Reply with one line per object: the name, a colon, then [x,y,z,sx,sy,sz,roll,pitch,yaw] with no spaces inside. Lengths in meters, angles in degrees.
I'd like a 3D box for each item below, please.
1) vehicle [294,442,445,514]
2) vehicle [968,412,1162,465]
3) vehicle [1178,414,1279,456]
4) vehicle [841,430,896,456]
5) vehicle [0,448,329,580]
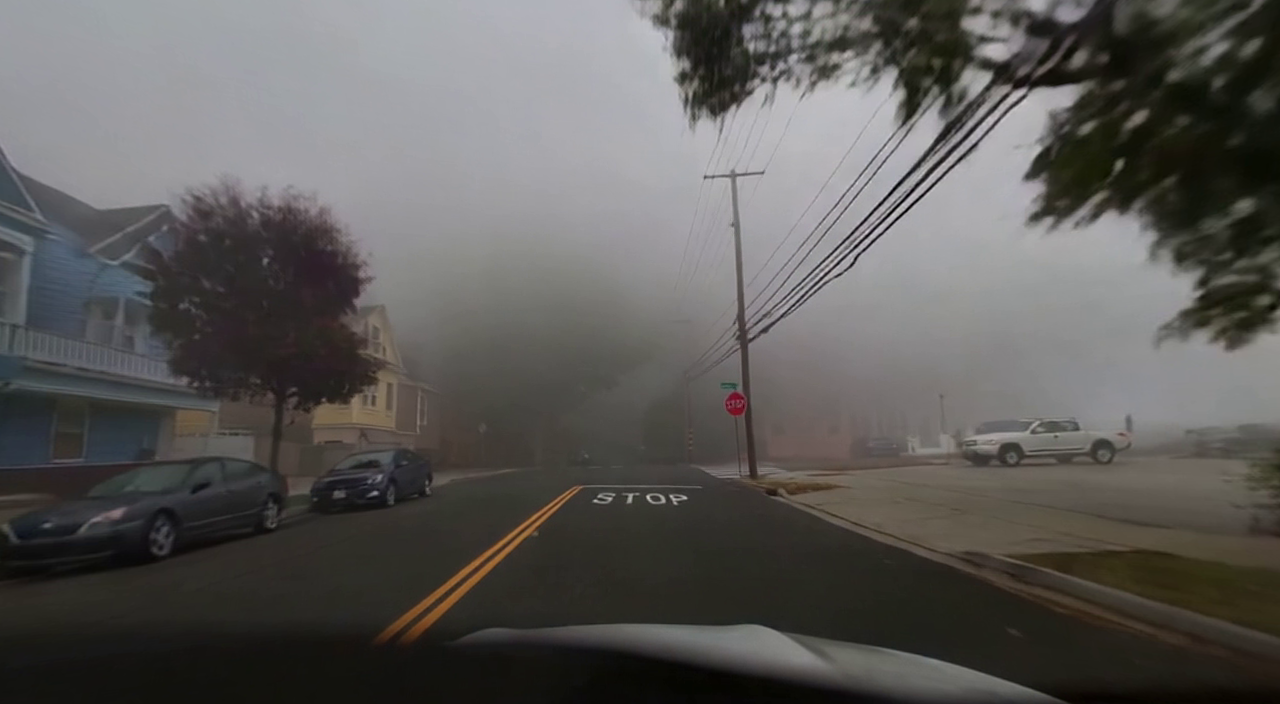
vehicle: [-6.735,3.151,16.312,2.026,1.560,4.062,-1,-8,1]
vehicle: [16.757,3.458,25.187,6.022,1.953,2.250,0,-8,1]
vehicle: [24.510,3.349,25.349,4.031,1.624,1.896,0,-8,-1]
vehicle: [15.706,6.331,43.679,2.025,1.689,4.342,0,-8,-2]
vehicle: [-6.867,2.224,9.590,2.056,1.481,4.451,0,-8,-1]
